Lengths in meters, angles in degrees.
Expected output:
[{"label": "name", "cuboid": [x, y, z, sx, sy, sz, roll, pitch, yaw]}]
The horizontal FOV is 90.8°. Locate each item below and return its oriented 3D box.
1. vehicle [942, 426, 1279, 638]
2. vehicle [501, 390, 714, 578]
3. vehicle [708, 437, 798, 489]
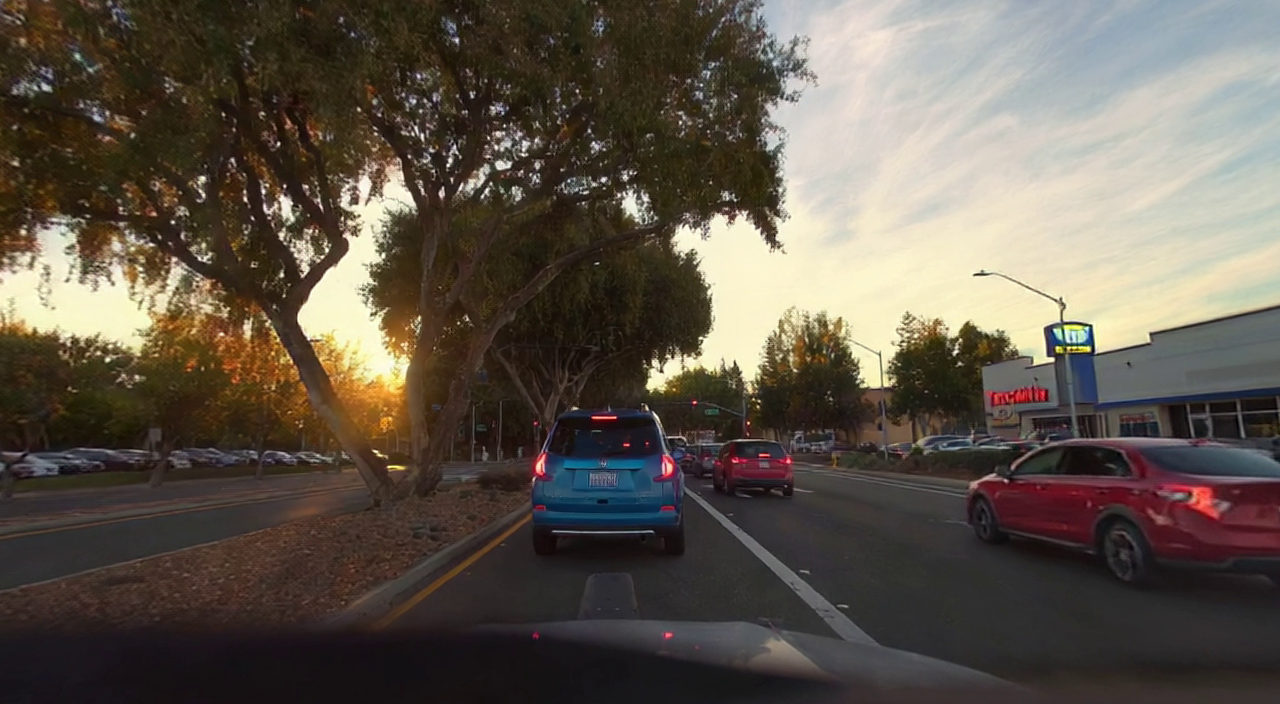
[{"label": "vehicle", "cuboid": [5.352, 1.622, 6.830, 1.930, 1.478, 4.643, 0, -9, 1]}, {"label": "vehicle", "cuboid": [-0.293, 1.649, 8.639, 2.096, 1.837, 4.687, 0, -9, 1]}, {"label": "vehicle", "cuboid": [3.695, 3.743, 21.593, 2.098, 1.555, 4.778, 0, -9, -1]}]
